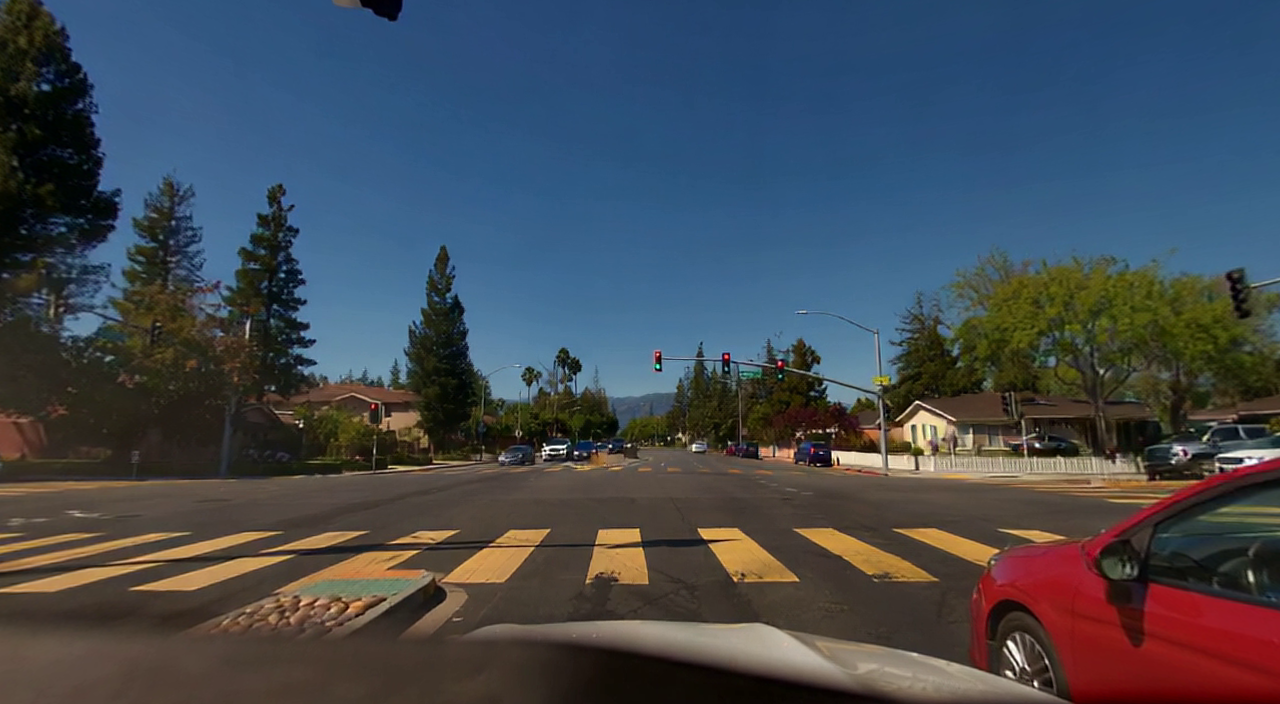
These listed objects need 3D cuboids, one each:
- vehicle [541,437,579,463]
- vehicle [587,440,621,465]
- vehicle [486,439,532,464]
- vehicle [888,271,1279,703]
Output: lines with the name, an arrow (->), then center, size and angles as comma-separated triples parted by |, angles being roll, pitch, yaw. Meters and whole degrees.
vehicle -> -5.546, 6.896, 44.378 | 2.091, 1.707, 4.157 | 0, -9, 1
vehicle -> -2.314, 6.535, 41.164 | 2.046, 1.491, 4.118 | 0, -9, -1
vehicle -> -8.955, 6.861, 43.629 | 2.028, 1.654, 5.027 | 0, -9, 1
vehicle -> 2.717, 0.712, 1.741 | 2.085, 1.800, 4.908 | 0, -9, 0
